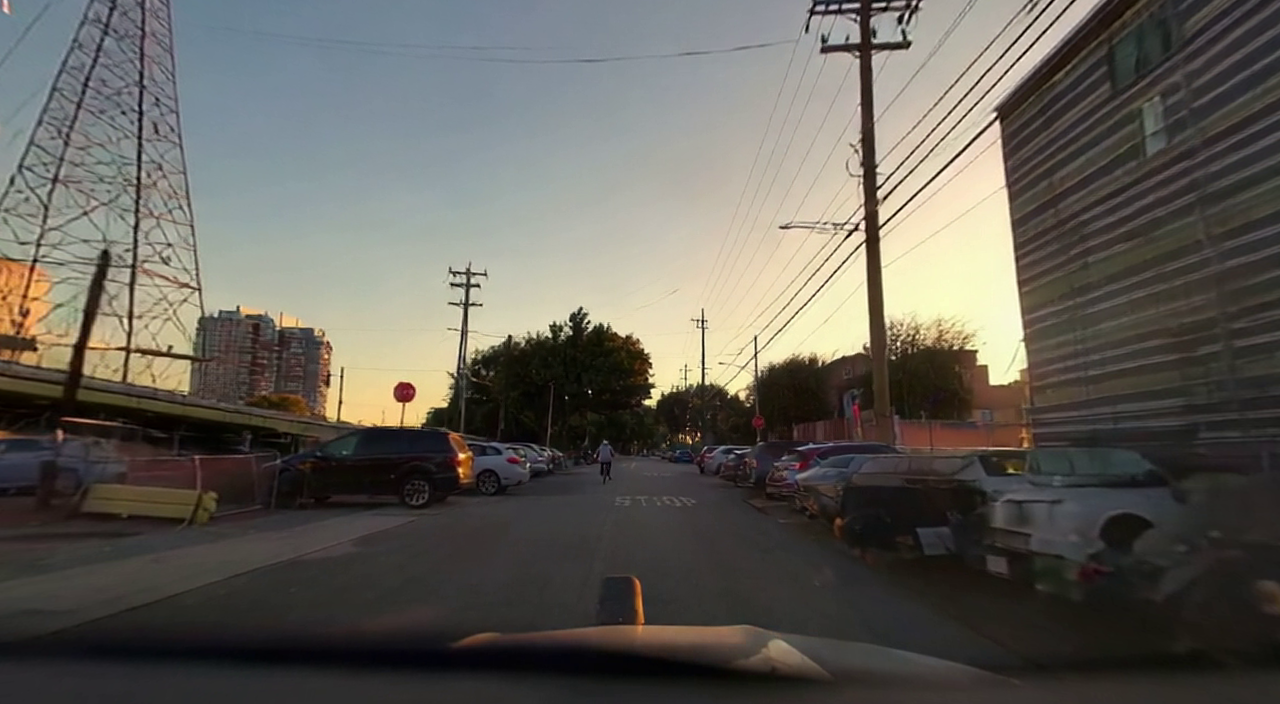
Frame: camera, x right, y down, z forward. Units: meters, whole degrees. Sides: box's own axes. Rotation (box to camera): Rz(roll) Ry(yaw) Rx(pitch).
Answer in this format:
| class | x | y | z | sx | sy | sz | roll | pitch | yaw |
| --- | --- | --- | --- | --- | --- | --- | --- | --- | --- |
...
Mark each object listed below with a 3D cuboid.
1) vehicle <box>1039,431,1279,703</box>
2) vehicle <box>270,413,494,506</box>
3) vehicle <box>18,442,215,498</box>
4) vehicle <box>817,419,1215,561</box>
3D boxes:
| class | x | y | z | sx | sy | sz | roll | pitch | yaw |
| --- | --- | --- | --- | --- | --- | --- | --- | --- | --- |
| vehicle | 4.726 | 1.138 | 3.104 | 4.240 | 1.468 | 1.849 | 0 | -8 | -1 |
| vehicle | -6.431 | 2.731 | 16.175 | 4.727 | 1.976 | 1.970 | 3 | -10 | 2 |
| vehicle | -15.698 | 3.525 | 19.370 | 1.840 | 1.477 | 4.693 | -1 | -8 | 3 |
| vehicle | 5.032 | 1.897 | 9.080 | 4.402 | 1.770 | 1.933 | -1 | -8 | 3 |
